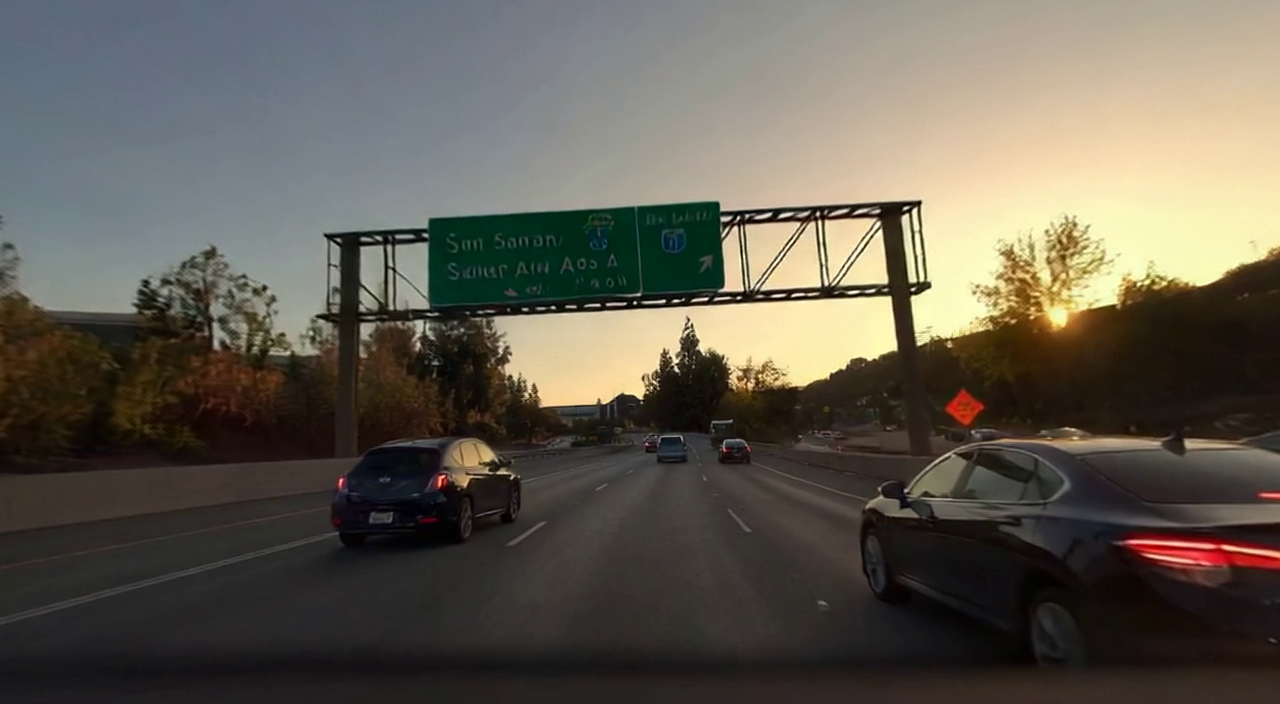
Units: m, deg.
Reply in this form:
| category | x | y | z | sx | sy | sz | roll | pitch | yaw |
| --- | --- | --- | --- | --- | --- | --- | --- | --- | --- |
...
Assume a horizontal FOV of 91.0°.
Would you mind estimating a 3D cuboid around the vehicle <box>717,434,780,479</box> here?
| category | x | y | z | sx | sy | sz | roll | pitch | yaw |
| --- | --- | --- | --- | --- | --- | --- | --- | --- | --- |
| vehicle | 4.391 | 4.301 | 26.148 | 2.076 | 1.684 | 4.241 | 0 | -9 | 3 |

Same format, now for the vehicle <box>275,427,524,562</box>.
| category | x | y | z | sx | sy | sz | roll | pitch | yaw |
| --- | --- | --- | --- | --- | --- | --- | --- | --- | --- |
| vehicle | -3.219 | 2.007 | 9.621 | 1.937 | 1.558 | 4.469 | 0 | -9 | 1 |

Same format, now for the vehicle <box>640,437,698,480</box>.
| category | x | y | z | sx | sy | sz | roll | pitch | yaw |
| --- | --- | --- | --- | --- | --- | --- | --- | --- | --- |
| vehicle | 1.187 | 4.327 | 25.792 | 2.201 | 1.614 | 3.803 | -1 | -9 | 3 |

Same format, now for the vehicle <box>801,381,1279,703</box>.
| category | x | y | z | sx | sy | sz | roll | pitch | yaw |
| --- | --- | --- | --- | --- | --- | --- | --- | --- | --- |
| vehicle | 2.608 | 1.165 | 3.907 | 2.009 | 1.489 | 4.559 | 0 | -9 | 0 |
